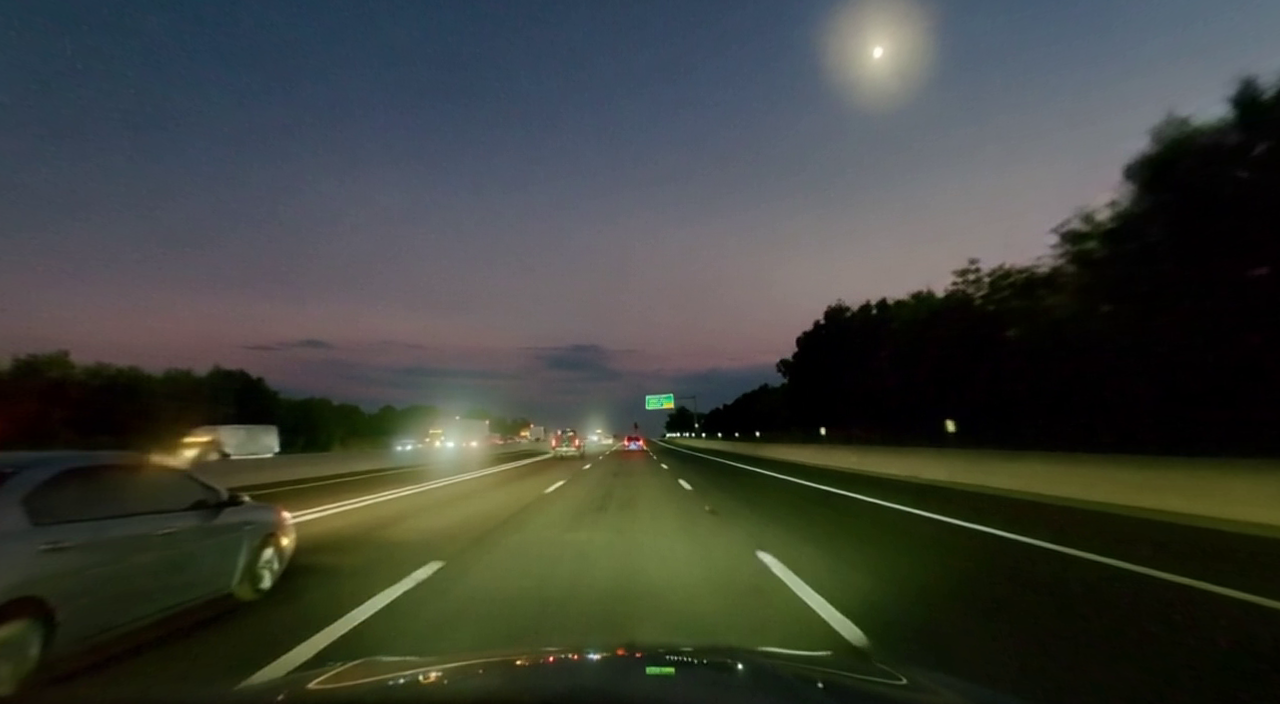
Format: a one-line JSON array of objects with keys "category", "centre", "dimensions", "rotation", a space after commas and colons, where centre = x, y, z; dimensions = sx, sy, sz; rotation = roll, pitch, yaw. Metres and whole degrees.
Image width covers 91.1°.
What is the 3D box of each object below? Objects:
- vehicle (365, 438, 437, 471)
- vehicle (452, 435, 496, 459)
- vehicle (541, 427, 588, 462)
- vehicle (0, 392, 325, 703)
[{"category": "vehicle", "centre": [-11.785, 5.046, 31.306], "dimensions": [1.891, 1.522, 4.210], "rotation": [0, -8, 0]}, {"category": "vehicle", "centre": [-12.120, 6.963, 46.177], "dimensions": [1.961, 1.644, 4.247], "rotation": [-1, -8, 1]}, {"category": "vehicle", "centre": [-4.332, 5.392, 36.871], "dimensions": [2.115, 1.887, 4.721], "rotation": [0, -8, 0]}, {"category": "vehicle", "centre": [-3.818, 1.066, 3.516], "dimensions": [1.953, 1.550, 4.167], "rotation": [0, -8, 0]}]
